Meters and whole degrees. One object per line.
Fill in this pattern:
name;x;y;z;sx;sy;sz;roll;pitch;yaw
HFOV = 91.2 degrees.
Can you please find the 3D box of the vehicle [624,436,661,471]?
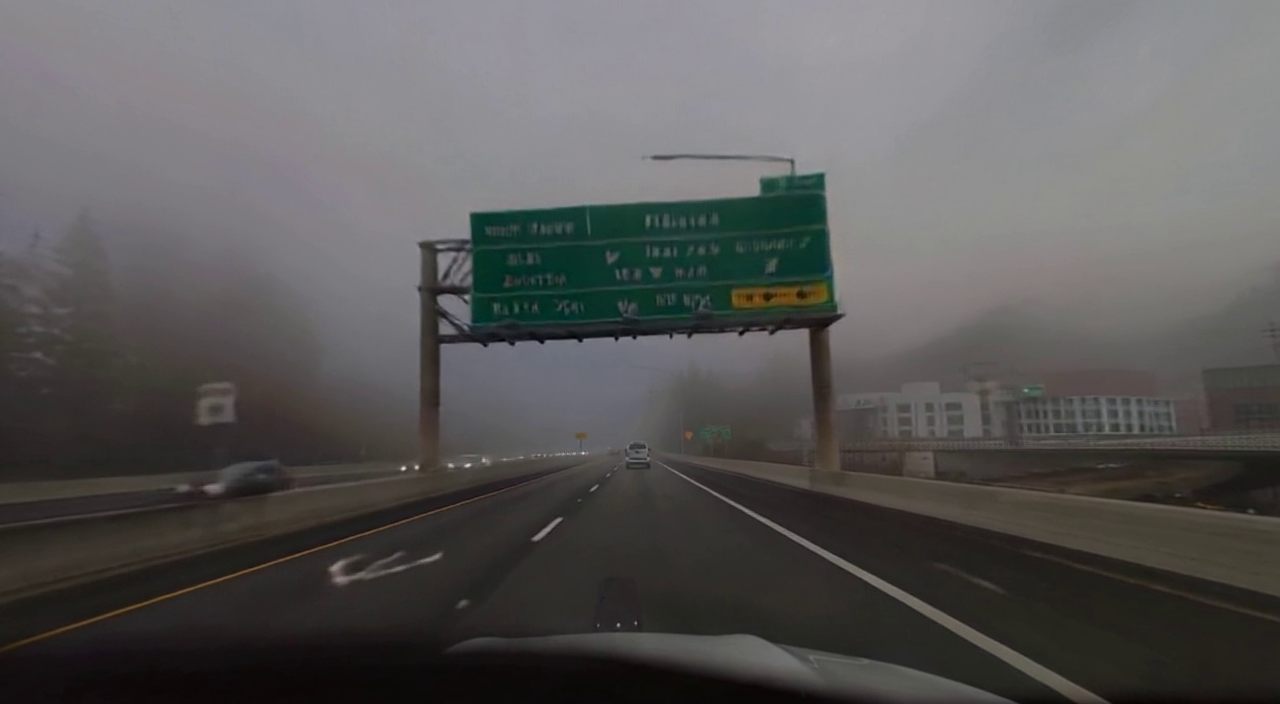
vehicle;0.195;6.615;40.899;2.268;2.122;4.595;-1;-9;1
